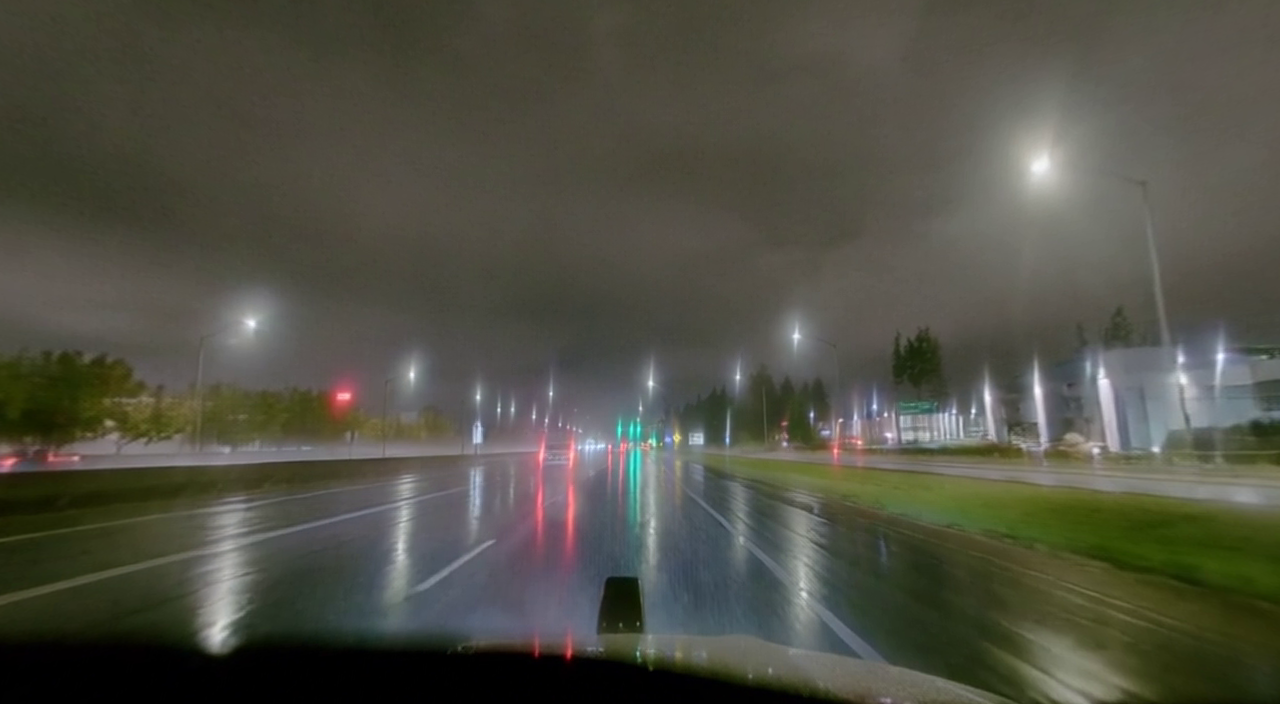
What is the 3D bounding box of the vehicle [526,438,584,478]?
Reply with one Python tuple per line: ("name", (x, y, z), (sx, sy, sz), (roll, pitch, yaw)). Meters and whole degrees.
("vehicle", (-4.061, 5.128, 30.938), (2.150, 1.761, 4.697), (0, -8, 1))
